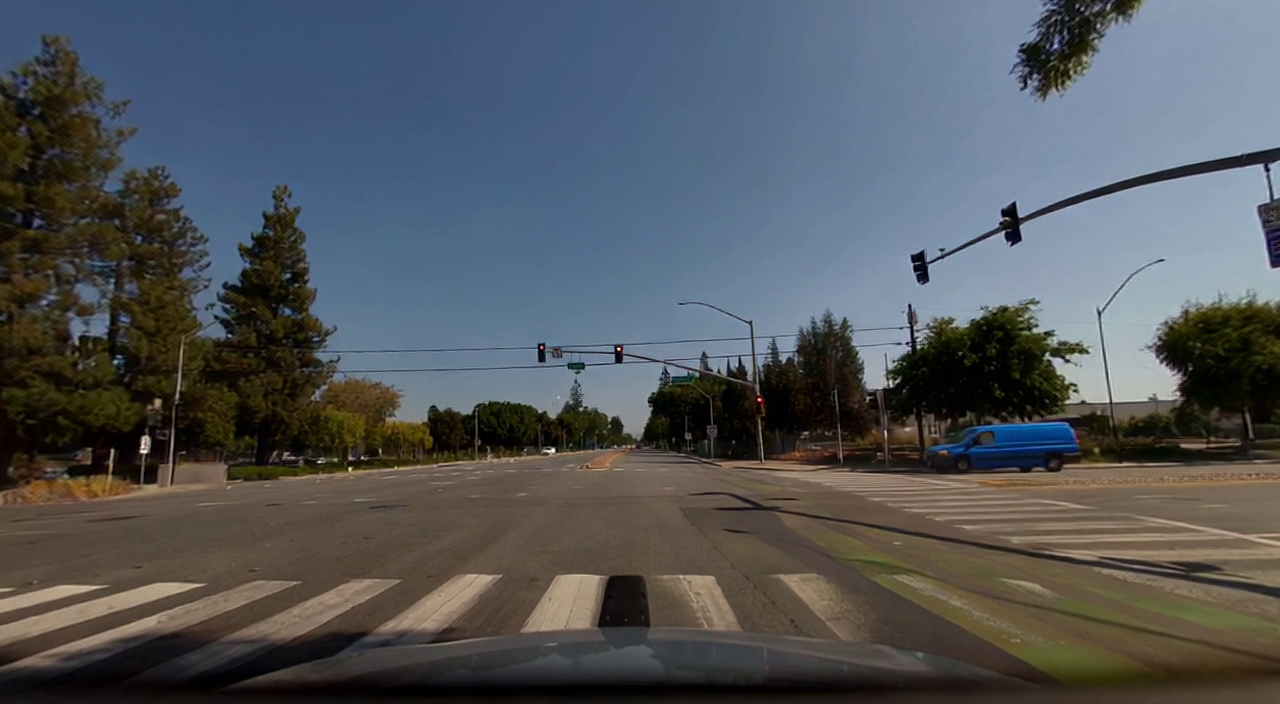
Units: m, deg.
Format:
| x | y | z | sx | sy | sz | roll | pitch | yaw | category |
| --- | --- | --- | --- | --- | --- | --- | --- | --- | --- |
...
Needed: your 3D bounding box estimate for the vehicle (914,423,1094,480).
| x | y | z | sx | sy | sz | roll | pitch | yaw | category |
| --- | --- | --- | --- | --- | --- | --- | --- | --- | --- |
| 12.097 | 3.320 | 21.190 | 4.790 | 1.798 | 1.909 | 0 | -8 | 1 | vehicle |
